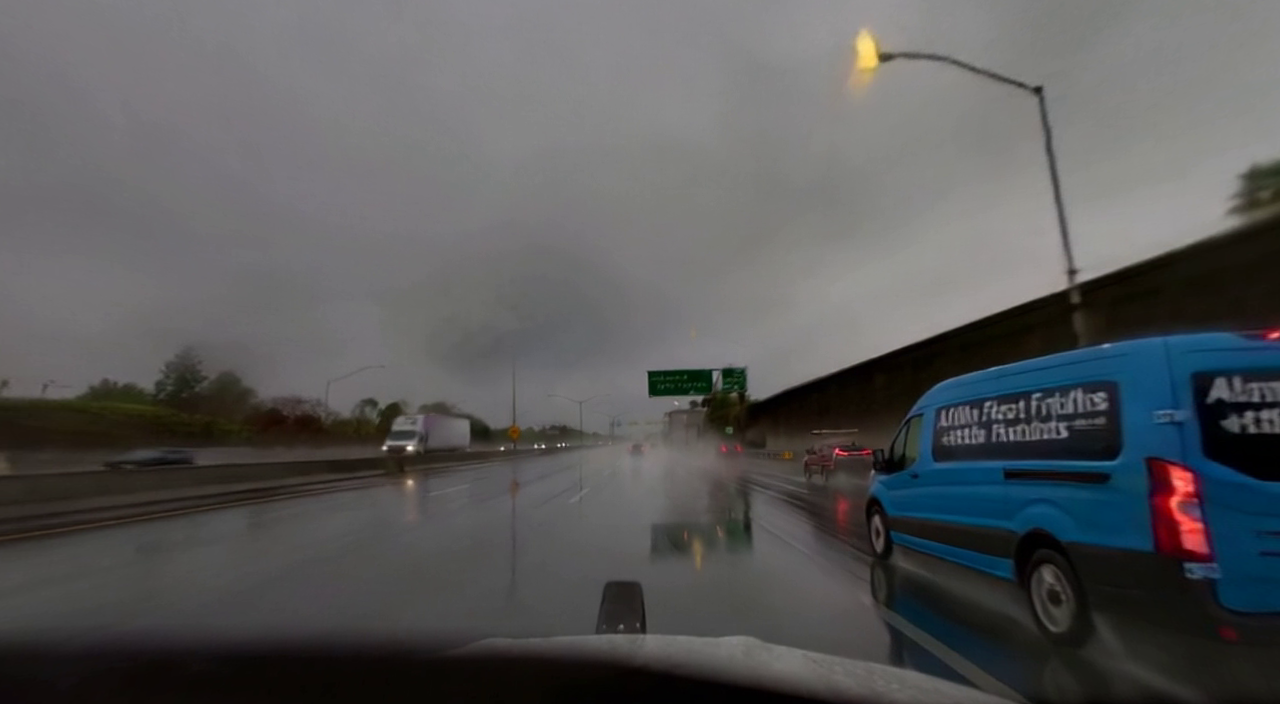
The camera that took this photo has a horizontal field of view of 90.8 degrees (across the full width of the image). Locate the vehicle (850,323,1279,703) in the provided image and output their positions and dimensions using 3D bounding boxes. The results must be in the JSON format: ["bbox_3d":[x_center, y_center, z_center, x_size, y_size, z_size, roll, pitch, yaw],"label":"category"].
[{"bbox_3d":[3.647,1.172,5.299,2.035,1.931,4.841,0,-8,-1],"label":"vehicle"}]
